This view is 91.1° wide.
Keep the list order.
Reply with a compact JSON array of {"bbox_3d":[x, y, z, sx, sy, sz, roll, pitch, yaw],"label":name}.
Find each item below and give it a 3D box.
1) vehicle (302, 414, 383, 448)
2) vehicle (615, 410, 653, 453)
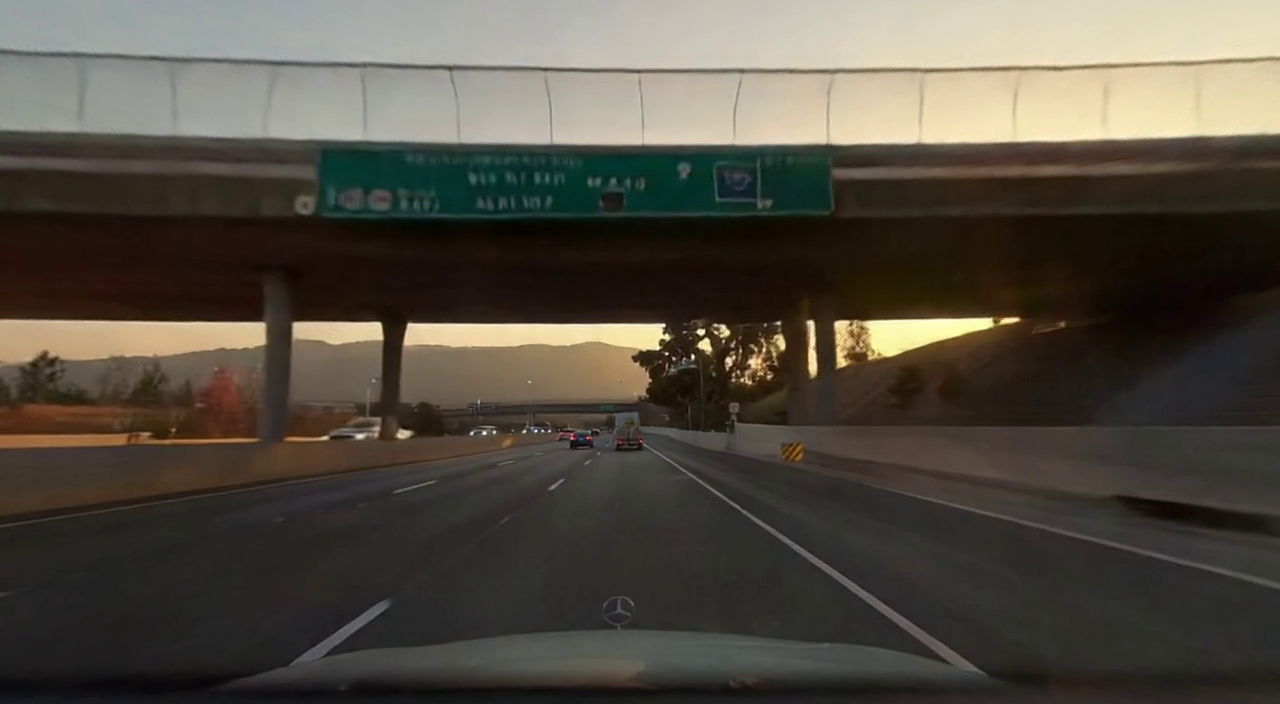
[{"bbox_3d":[-16.536,4.473,35.269,2.019,1.739,5.123,0,-8,0],"label":"vehicle"},{"bbox_3d":[-0.522,5.526,43.544,2.418,2.704,6.445,0,-8,-2],"label":"vehicle"}]
